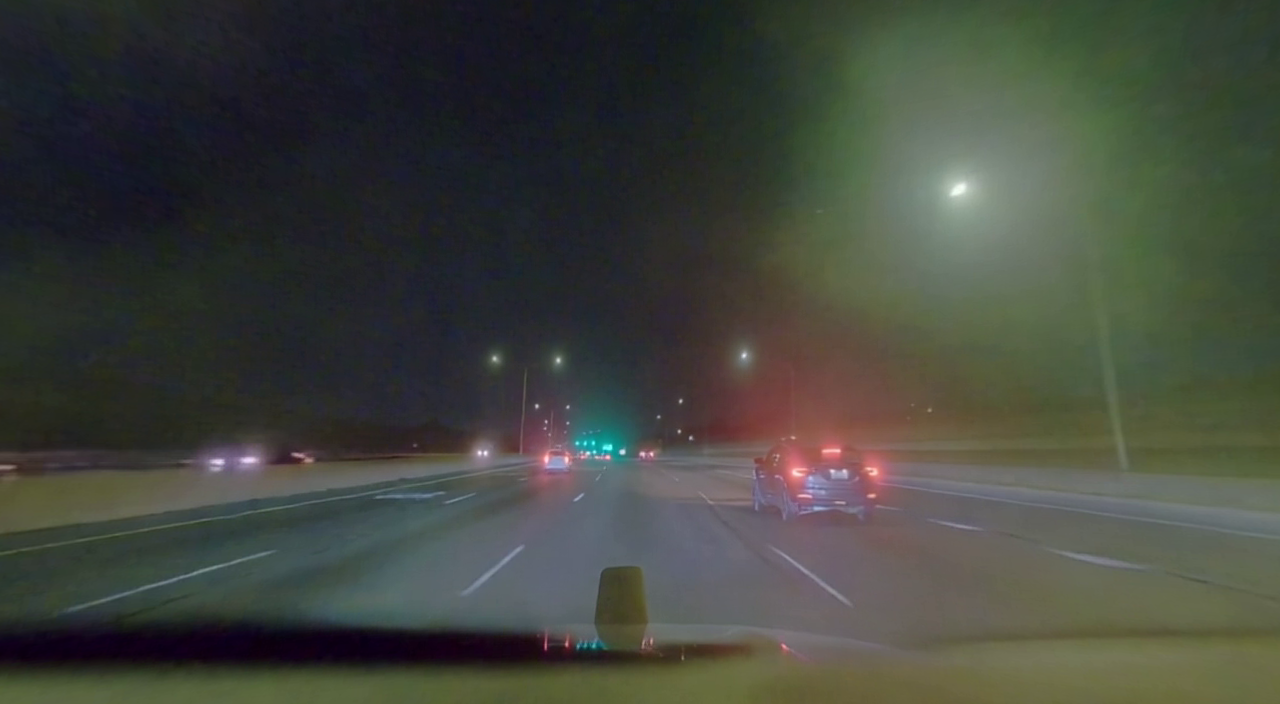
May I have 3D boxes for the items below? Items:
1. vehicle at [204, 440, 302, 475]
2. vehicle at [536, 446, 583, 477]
[{"bbox_3d":[-18.554,5.073,30.511,1.977,1.538,4.458,0,-9,-1],"label":"vehicle"},{"bbox_3d":[-4.145,5.721,33.142,2.014,1.481,4.156,0,-8,-2],"label":"vehicle"}]
